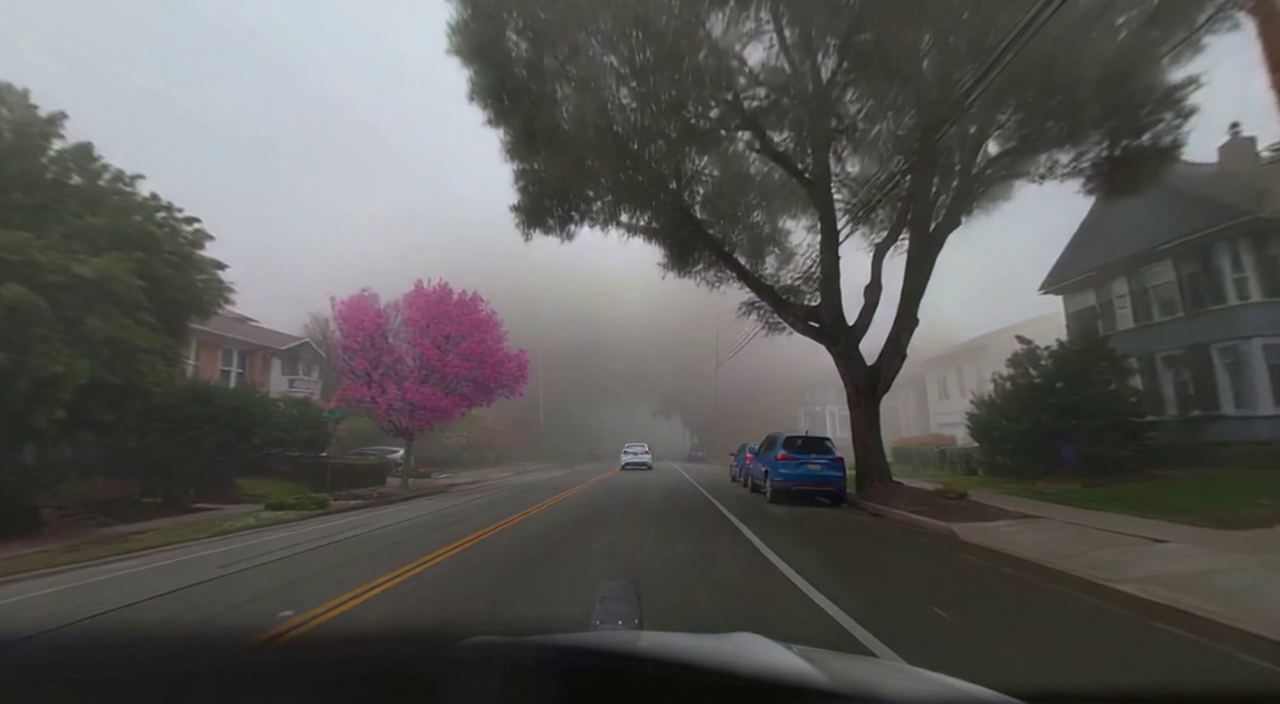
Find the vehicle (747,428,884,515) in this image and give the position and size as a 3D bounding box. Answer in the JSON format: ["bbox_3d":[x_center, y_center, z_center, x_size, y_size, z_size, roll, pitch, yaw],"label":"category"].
[{"bbox_3d":[4.164,2.903,15.973,2.100,1.830,5.040,0,-8,1],"label":"vehicle"}]

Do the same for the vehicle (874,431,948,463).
[{"bbox_3d":[15.088,5.328,35.314,1.919,1.677,4.590,0,-8,-3],"label":"vehicle"}]

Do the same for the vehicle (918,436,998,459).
[{"bbox_3d":[21.383,6.470,42.444,4.311,1.466,2.006,-1,-10,5],"label":"vehicle"}]

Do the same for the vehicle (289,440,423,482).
[{"bbox_3d":[-15.372,5.945,34.376,6.278,1.911,2.173,-3,-10,0],"label":"vehicle"}]

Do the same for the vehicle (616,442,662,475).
[{"bbox_3d":[-0.004,5.126,30.618,2.104,1.500,3.815,0,-8,1],"label":"vehicle"}]
